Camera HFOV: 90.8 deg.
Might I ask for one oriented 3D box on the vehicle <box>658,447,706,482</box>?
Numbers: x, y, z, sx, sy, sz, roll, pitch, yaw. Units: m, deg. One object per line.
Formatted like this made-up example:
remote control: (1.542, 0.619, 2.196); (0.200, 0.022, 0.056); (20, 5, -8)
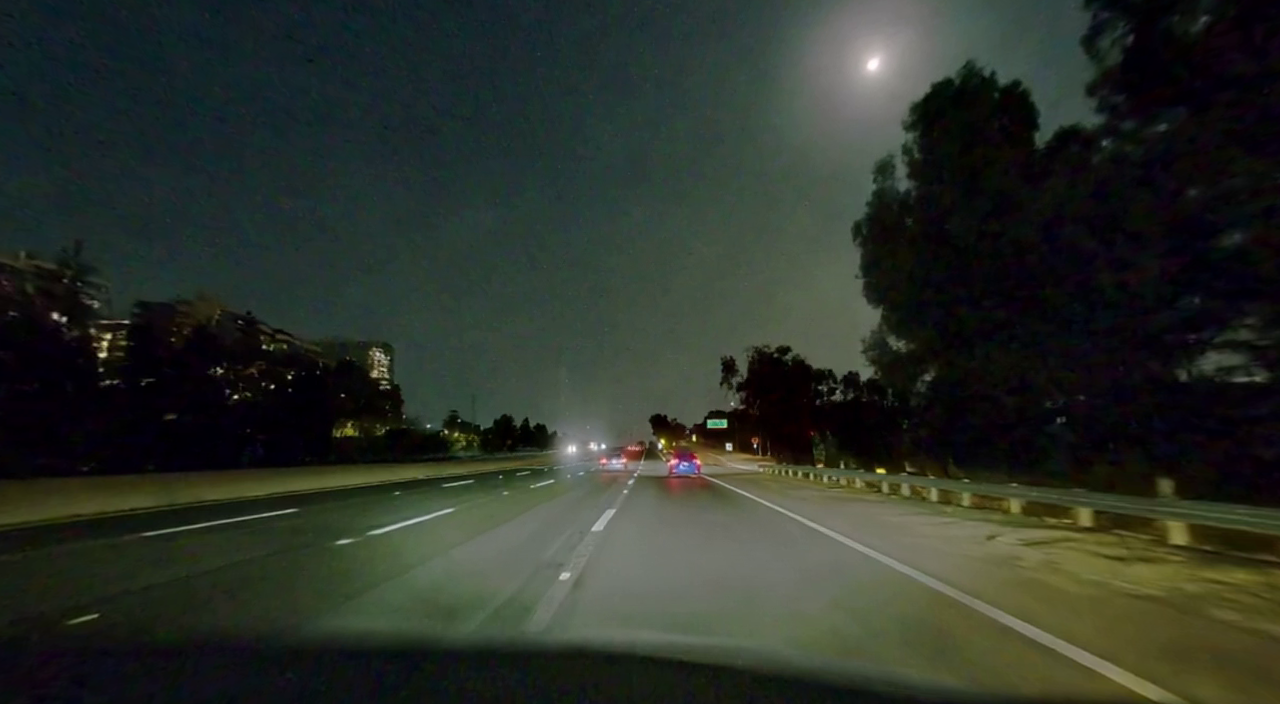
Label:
vehicle: (1.931, 5.333, 30.317); (2.029, 1.528, 4.644); (0, -8, 0)

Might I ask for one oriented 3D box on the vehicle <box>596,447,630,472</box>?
vehicle: (-1.881, 7.636, 45.247); (2.127, 1.692, 4.382); (0, -9, 2)
